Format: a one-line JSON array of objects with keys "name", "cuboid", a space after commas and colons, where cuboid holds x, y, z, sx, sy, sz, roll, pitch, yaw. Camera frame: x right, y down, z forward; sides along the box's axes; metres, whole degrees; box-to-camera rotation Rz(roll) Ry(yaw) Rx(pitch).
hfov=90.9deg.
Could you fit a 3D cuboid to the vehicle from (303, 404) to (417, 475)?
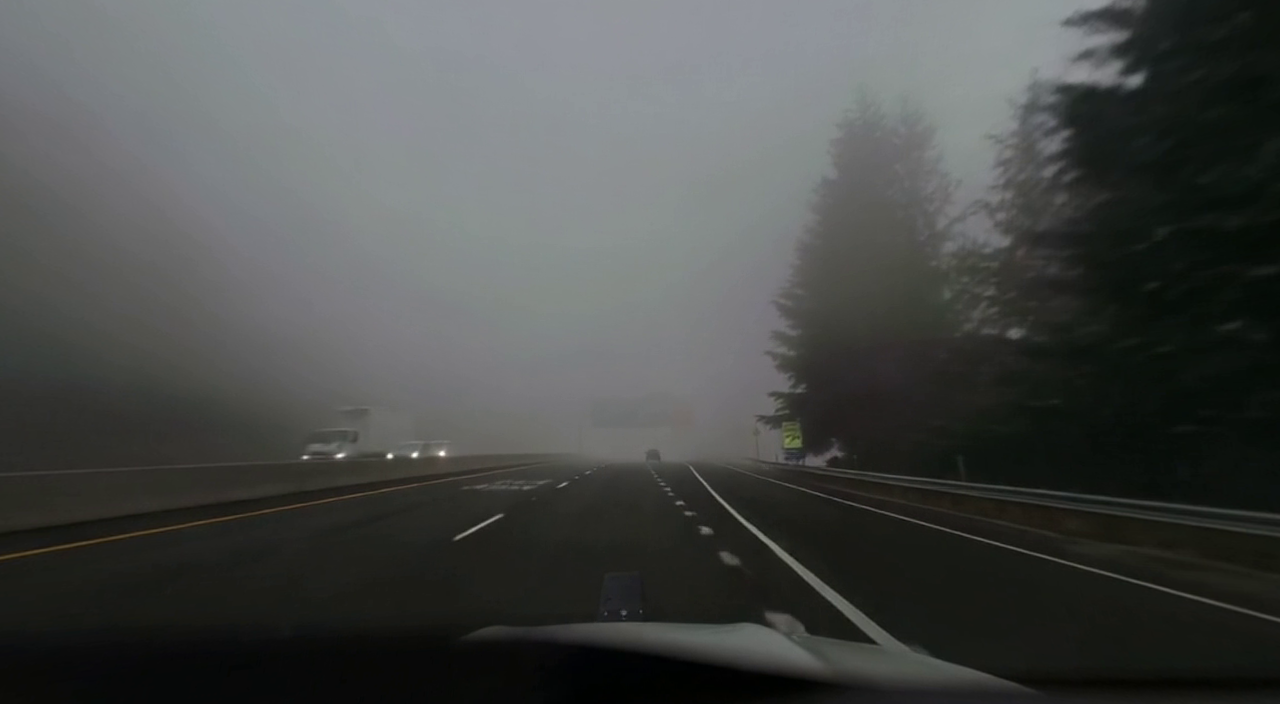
[{"name": "vehicle", "cuboid": [-17.977, 5.835, 41.582, 3.044, 4.093, 10.129, 0, -9, -1]}]
